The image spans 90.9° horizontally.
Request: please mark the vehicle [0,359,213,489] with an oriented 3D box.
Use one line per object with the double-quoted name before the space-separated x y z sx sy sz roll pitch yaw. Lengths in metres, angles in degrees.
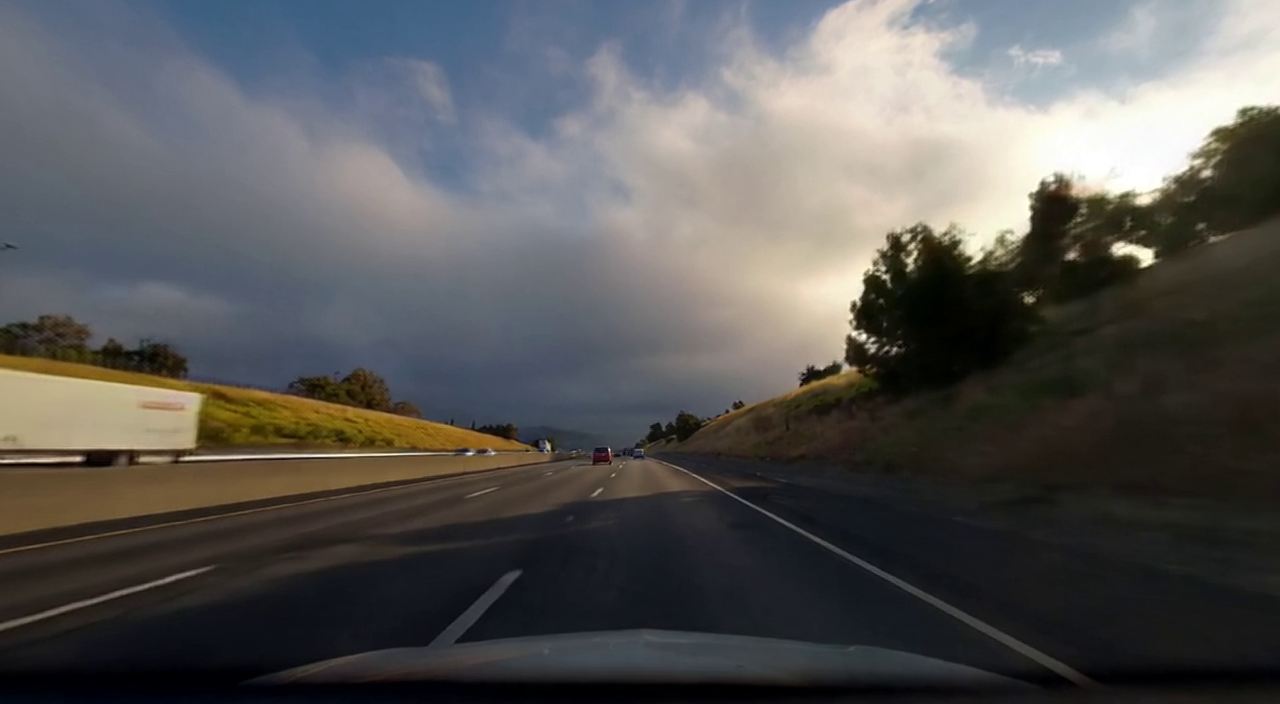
"vehicle" -22.014 2.742 22.925 3.113 4.097 13.916 0 -9 0
